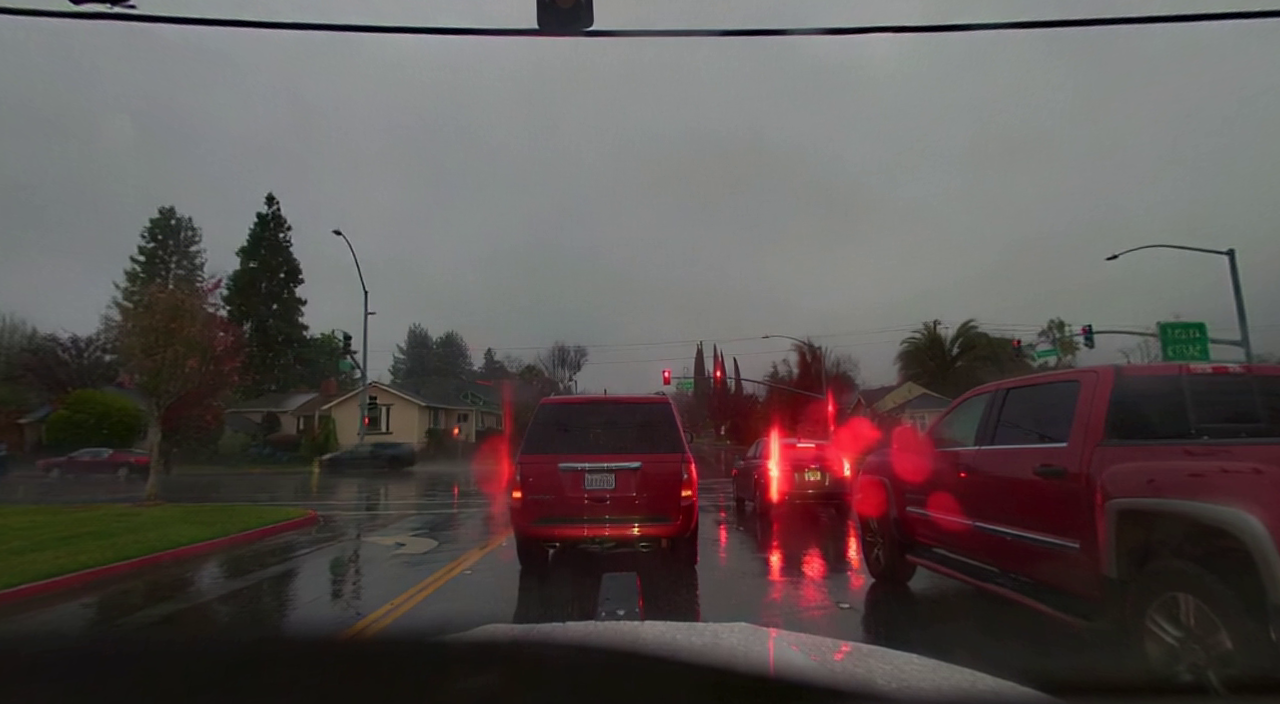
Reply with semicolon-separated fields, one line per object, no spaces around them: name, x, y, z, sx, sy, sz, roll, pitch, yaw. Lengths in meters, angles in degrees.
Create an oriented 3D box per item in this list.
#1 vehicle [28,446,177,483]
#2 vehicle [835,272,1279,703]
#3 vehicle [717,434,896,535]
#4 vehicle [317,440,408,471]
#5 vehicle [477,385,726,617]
vehicle;-22.891;4.790;27.068;4.533;1.350;1.714;0;-7;-9
vehicle;2.987;0.946;3.892;1.886;1.849;5.070;0;-8;-1
vehicle;2.718;2.266;11.532;1.952;1.465;4.421;0;-8;-2
vehicle;-15.565;5.817;35.613;4.289;1.672;1.864;1;-8;-9
vehicle;-0.264;1.393;6.650;1.915;1.780;3.379;0;-8;1
